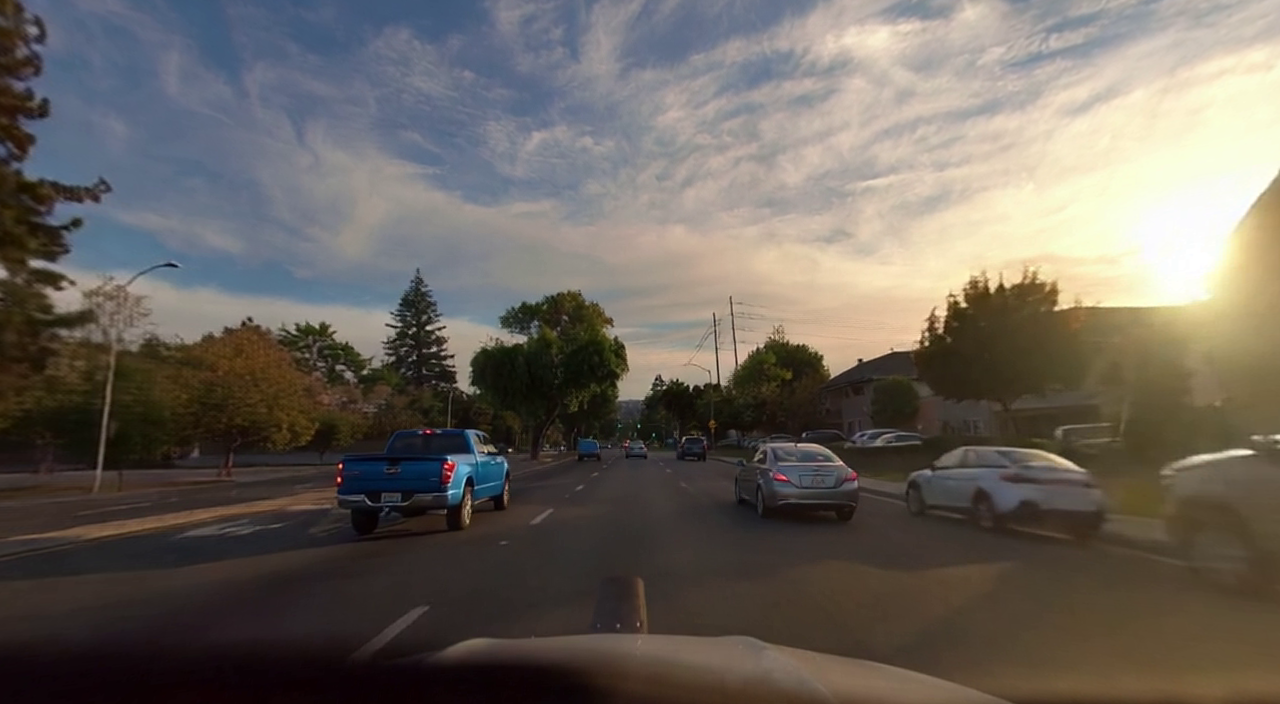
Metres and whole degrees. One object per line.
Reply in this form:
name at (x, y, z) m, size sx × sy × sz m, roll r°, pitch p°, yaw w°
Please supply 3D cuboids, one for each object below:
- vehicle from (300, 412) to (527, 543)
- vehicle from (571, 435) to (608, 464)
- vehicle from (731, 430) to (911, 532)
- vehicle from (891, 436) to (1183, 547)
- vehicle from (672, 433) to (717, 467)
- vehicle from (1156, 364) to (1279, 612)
vehicle at (-3.547, 2.090, 11.258) m, size 2.111 × 1.745 × 5.274 m, roll -1°, pitch -8°, yaw 0°
vehicle at (-3.456, 6.750, 43.831) m, size 2.218 × 1.829 × 4.492 m, roll -1°, pitch -8°, yaw 0°
vehicle at (2.969, 2.204, 11.417) m, size 1.884 × 1.463 × 4.195 m, roll 0°, pitch -8°, yaw -2°
vehicle at (6.267, 2.220, 10.841) m, size 1.940 × 1.445 × 4.629 m, roll -1°, pitch -9°, yaw -1°
vehicle at (3.125, 5.747, 37.147) m, size 2.099 × 1.845 × 4.363 m, roll 0°, pitch -8°, yaw -2°
vehicle at (6.315, 0.936, 3.998) m, size 2.012 × 2.032 × 4.728 m, roll -1°, pitch -8°, yaw 0°
